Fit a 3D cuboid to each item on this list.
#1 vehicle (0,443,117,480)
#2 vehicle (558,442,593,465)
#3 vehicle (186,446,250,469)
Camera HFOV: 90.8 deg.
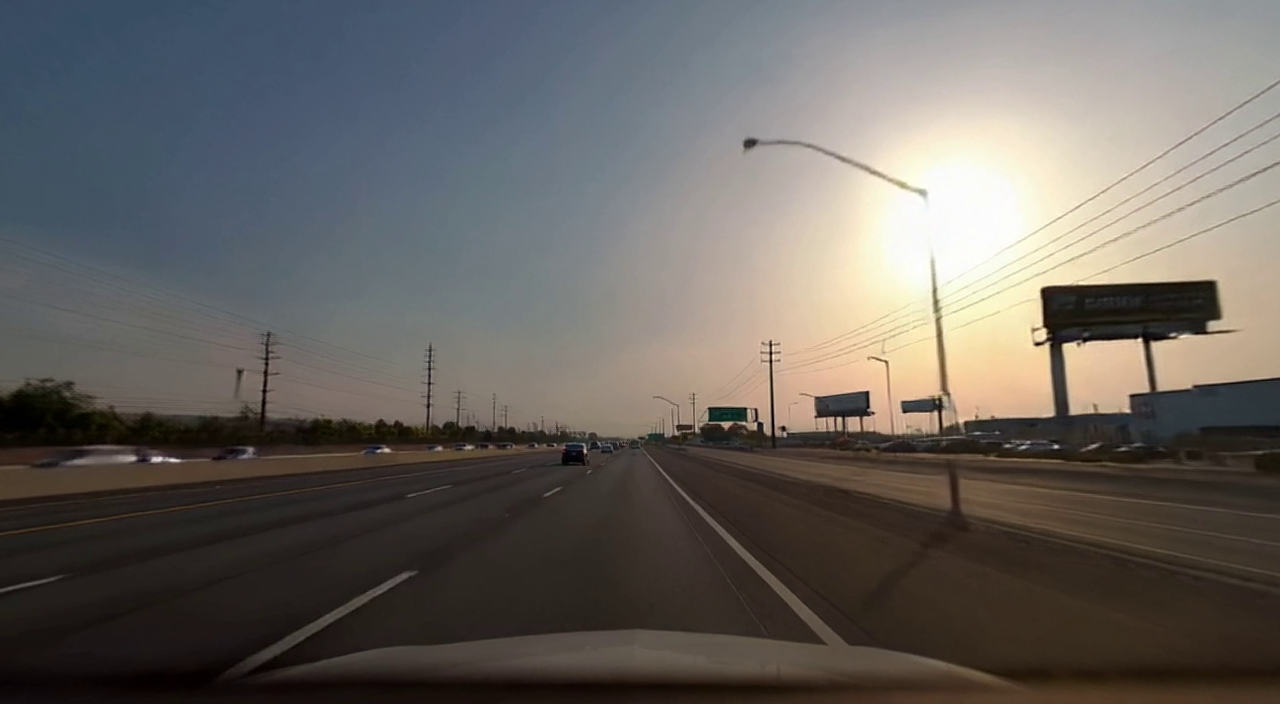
[{"bbox_3d":[-29.448,5.502,32.025,1.975,1.687,4.555,0,-8,0],"label":"vehicle"},{"bbox_3d":[-4.272,6.807,42.462,1.940,1.479,4.545,0,-9,-1],"label":"vehicle"},{"bbox_3d":[-32.932,8.194,49.445,1.899,1.687,4.484,0,-9,0],"label":"vehicle"}]
